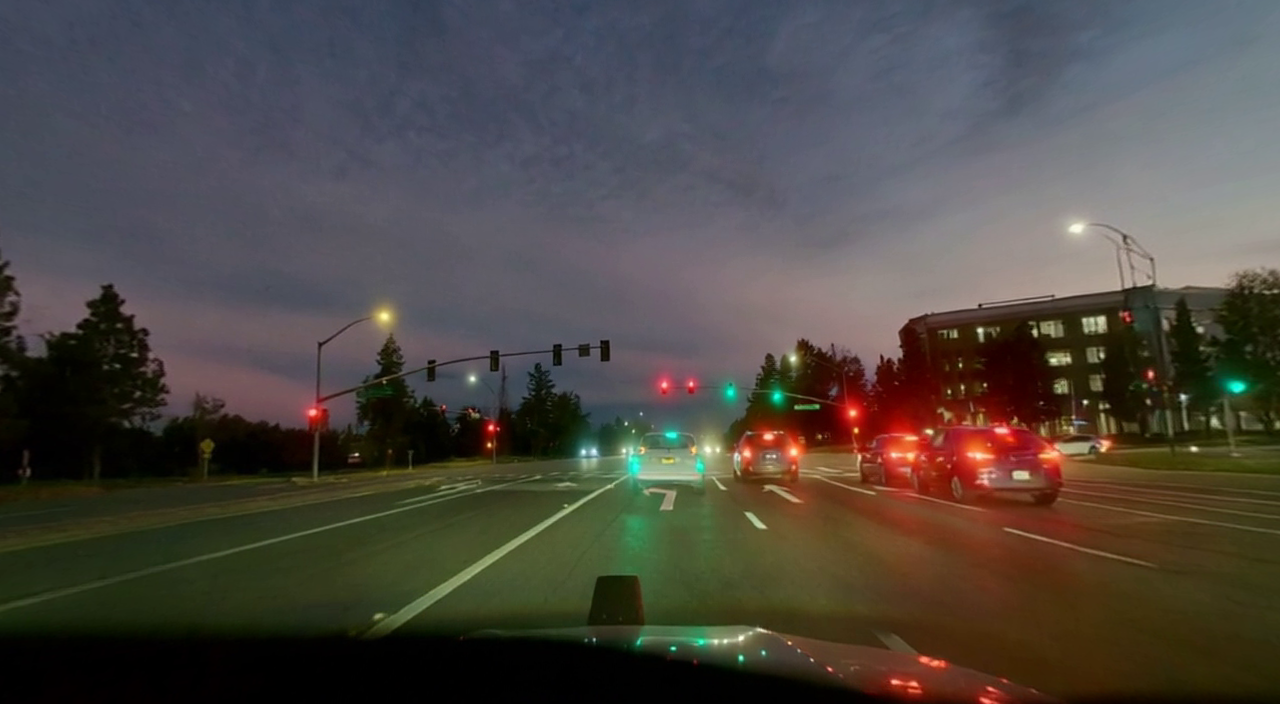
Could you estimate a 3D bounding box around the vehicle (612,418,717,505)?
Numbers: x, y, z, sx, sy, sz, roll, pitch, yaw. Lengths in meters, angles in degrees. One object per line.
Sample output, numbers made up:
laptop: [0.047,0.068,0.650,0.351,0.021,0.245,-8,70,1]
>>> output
vehicle: [0.621,2.630,15.464,2.211,1.795,4.179,-1,-9,3]

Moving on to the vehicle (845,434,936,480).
vehicle: [8.821,3.724,22.674,1.862,1.471,4.297,-1,-9,5]

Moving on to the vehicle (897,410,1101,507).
vehicle: [7.643,2.333,14.109,2.074,1.791,4.393,-1,-9,2]

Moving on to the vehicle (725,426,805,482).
vehicle: [4.343,3.644,22.711,2.188,1.774,4.646,-1,-9,4]
